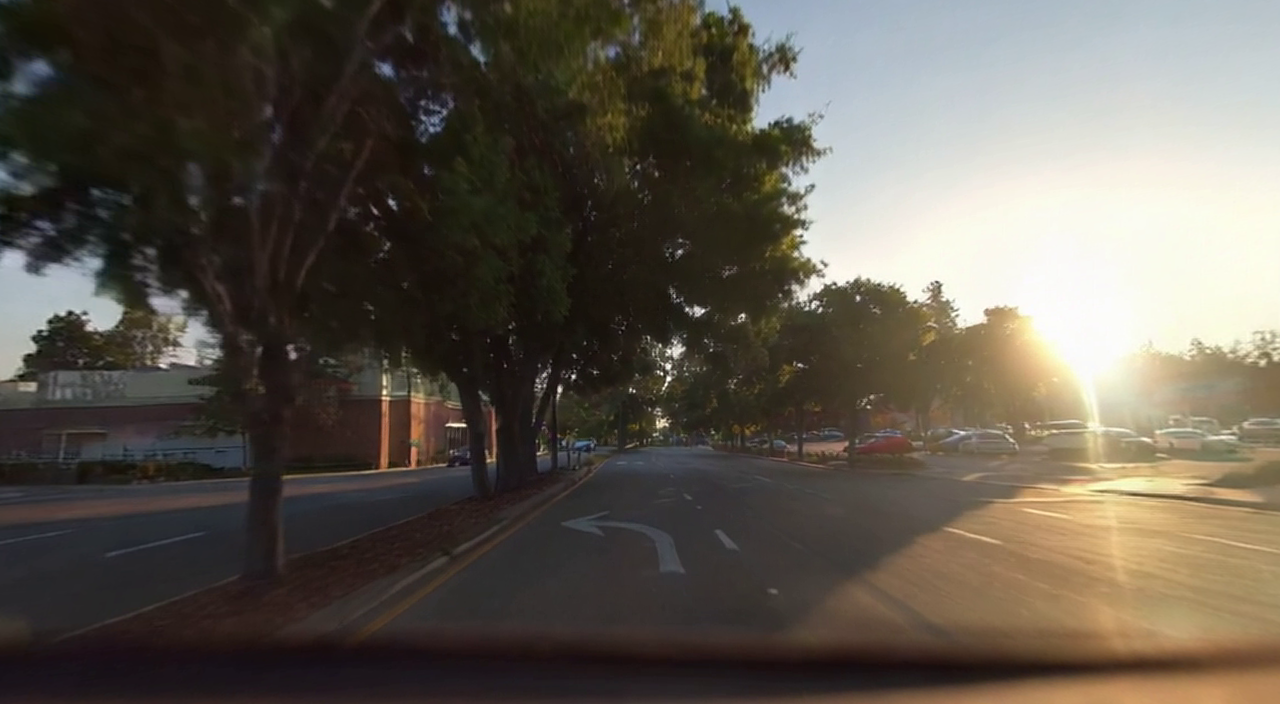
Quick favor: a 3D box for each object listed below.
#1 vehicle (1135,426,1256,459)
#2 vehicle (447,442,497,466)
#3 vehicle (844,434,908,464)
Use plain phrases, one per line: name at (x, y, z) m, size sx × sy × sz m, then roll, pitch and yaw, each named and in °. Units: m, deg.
vehicle at (26.677, 4.390, 30.593) m, size 1.836 × 1.497 × 4.419 m, roll 0°, pitch -8°, yaw 0°
vehicle at (-11.514, 7.016, 43.591) m, size 1.997 × 1.516 × 4.790 m, roll 0°, pitch -8°, yaw 1°
vehicle at (13.828, 5.724, 37.338) m, size 1.987 × 1.694 × 4.523 m, roll 0°, pitch -9°, yaw -1°
